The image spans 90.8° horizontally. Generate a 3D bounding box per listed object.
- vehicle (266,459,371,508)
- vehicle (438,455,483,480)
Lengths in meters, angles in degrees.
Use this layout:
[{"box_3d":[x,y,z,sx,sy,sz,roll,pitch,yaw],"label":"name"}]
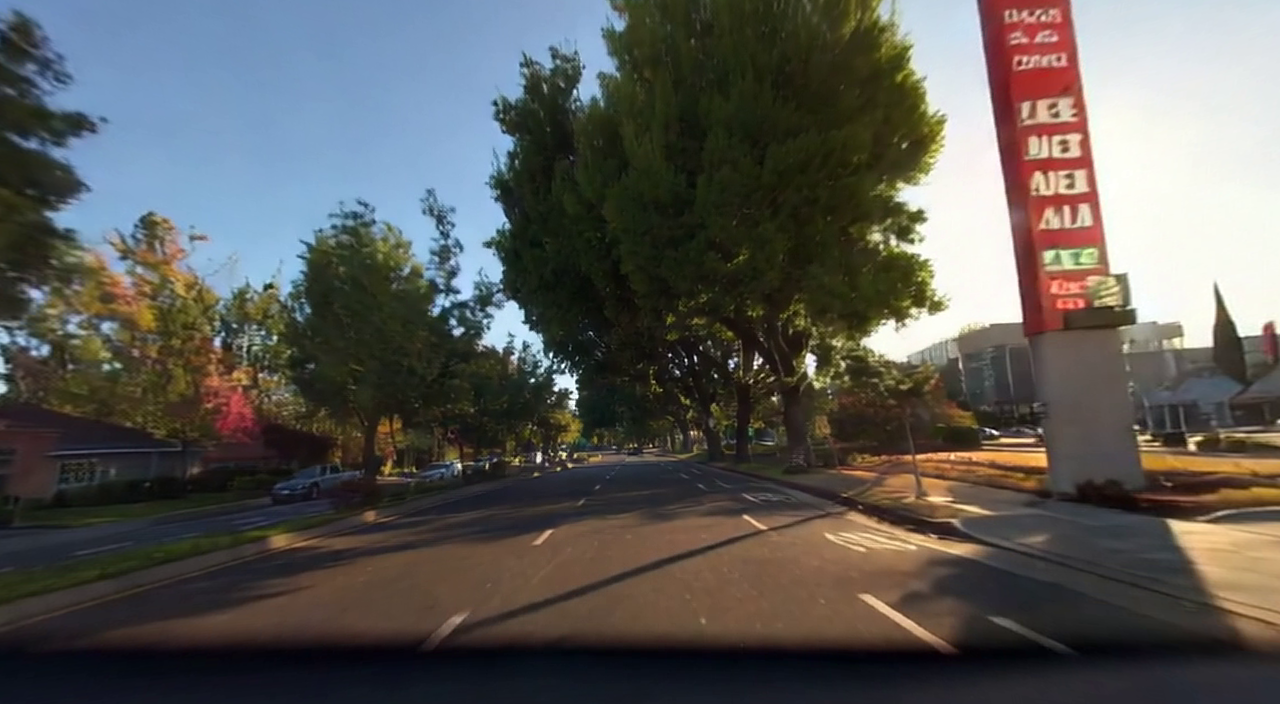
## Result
[{"box_3d":[-12.412,5.064,24.718,1.986,1.488,4.330,-5,-8,-2],"label":"vehicle"},{"box_3d":[-12.352,7.952,43.754,1.854,1.442,4.213,-4,-8,-1],"label":"vehicle"}]
